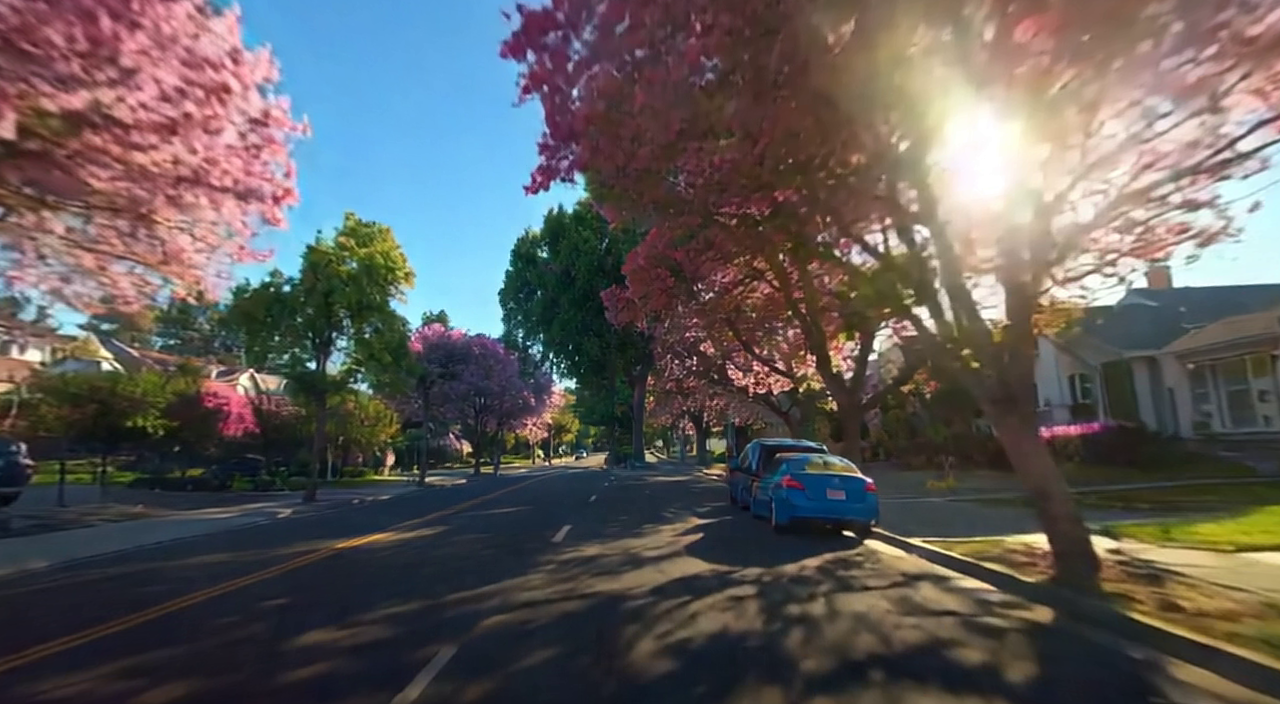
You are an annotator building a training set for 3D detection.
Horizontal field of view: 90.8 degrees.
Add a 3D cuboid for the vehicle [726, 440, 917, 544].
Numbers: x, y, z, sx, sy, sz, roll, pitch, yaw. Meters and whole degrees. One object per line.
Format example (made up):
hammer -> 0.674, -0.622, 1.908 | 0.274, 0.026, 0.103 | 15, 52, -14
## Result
vehicle -> 2.878, 2.312, 11.214 | 2.022, 1.455, 4.406 | 0, -8, -1
